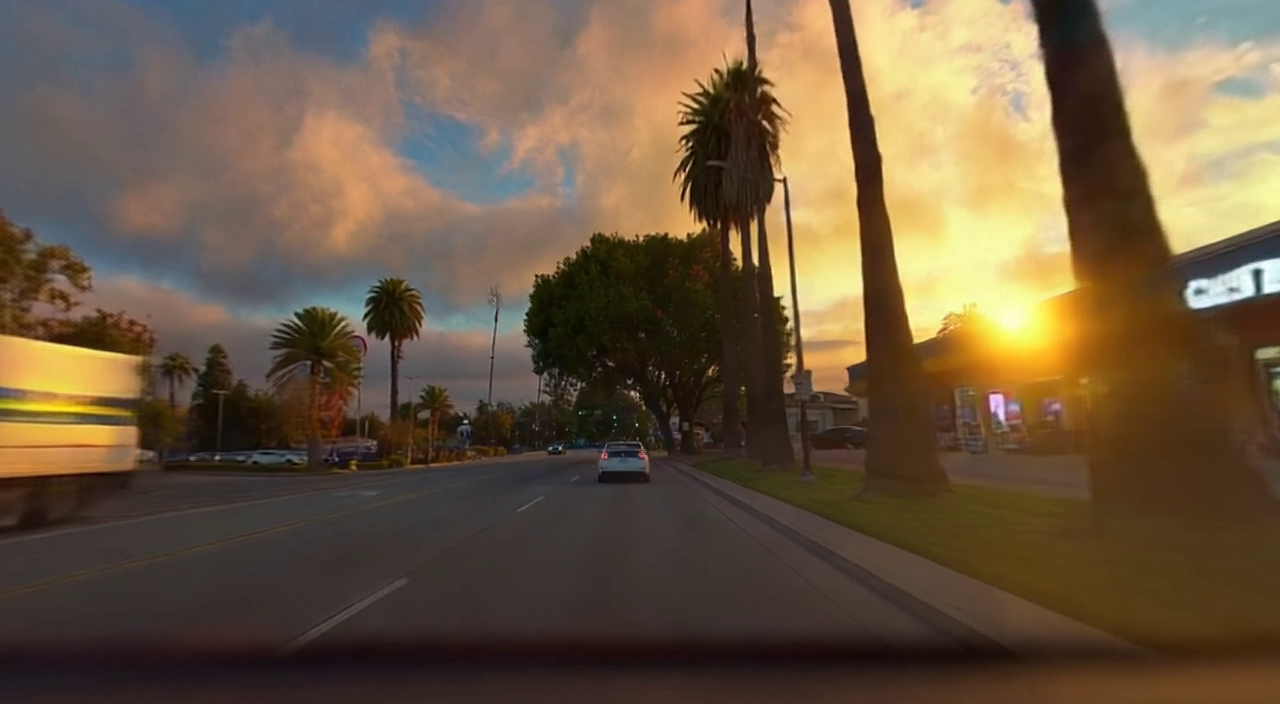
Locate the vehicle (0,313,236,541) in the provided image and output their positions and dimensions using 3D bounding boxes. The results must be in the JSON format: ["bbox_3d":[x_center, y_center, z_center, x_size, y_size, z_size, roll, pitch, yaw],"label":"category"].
[{"bbox_3d":[-11.537,1.071,9.196,3.022,3.532,12.586,0,-9,0],"label":"vehicle"}]

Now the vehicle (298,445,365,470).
[{"bbox_3d":[-23.110,7.909,47.313,4.573,1.725,2.054,-5,-8,23],"label":"vehicle"}]

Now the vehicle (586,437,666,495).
[{"bbox_3d":[-0.378,3.286,18.535,2.076,1.486,4.119,0,-8,-1],"label":"vehicle"}]
